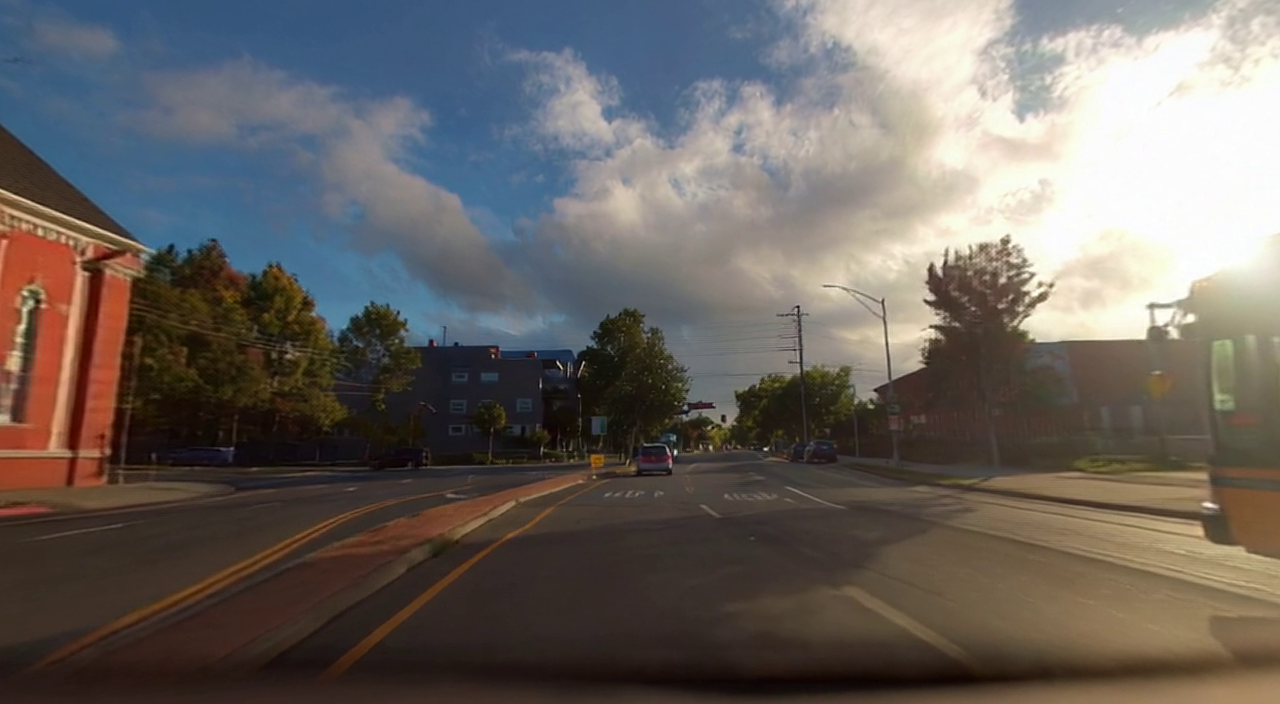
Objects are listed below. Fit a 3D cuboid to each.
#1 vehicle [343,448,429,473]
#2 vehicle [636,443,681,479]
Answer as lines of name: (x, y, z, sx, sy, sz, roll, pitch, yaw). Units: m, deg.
vehicle: (-15.784, 6.728, 39.400, 4.430, 1.493, 2.210, 8, -12, -43)
vehicle: (0.943, 5.247, 30.705, 2.032, 1.621, 4.082, 0, -9, 3)
